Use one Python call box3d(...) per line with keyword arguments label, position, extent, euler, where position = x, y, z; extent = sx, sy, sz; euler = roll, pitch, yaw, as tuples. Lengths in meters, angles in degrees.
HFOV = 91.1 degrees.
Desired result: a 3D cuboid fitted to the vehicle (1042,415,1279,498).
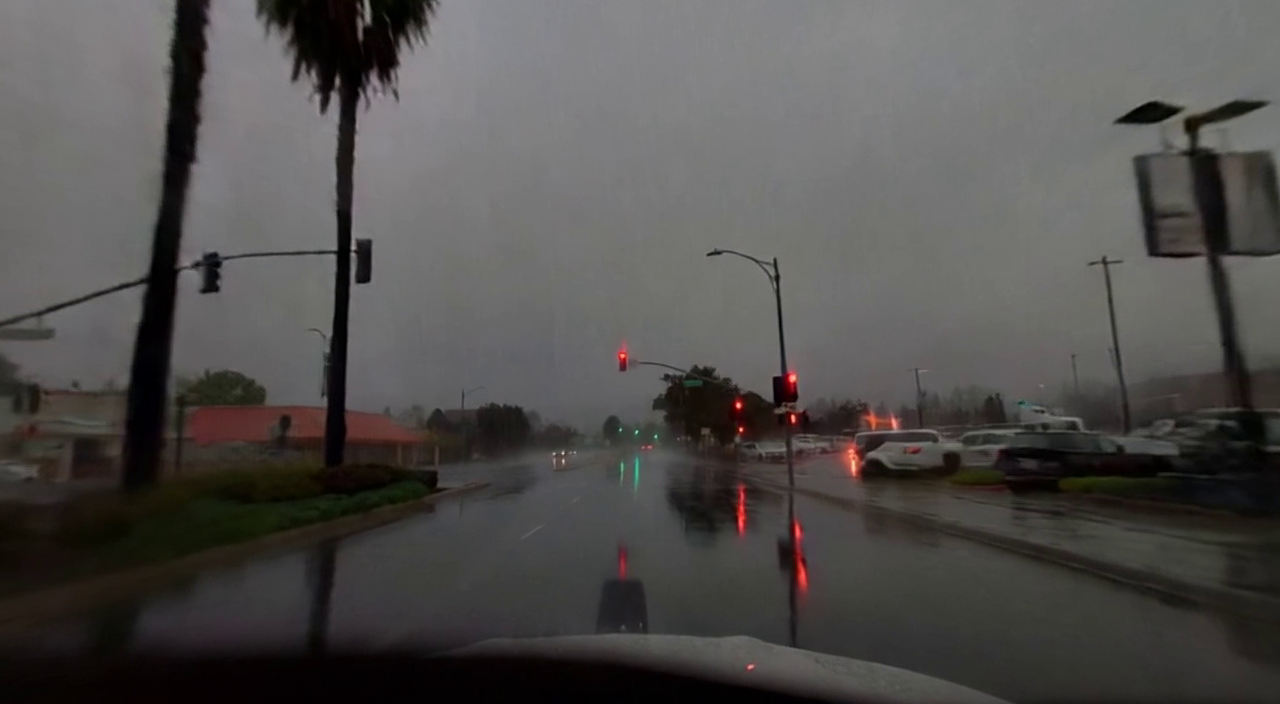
box3d(label="vehicle", position=(11.540, 2.264, 13.691), extent=(4.273, 1.628, 1.865), euler=(0, -10, -4))
